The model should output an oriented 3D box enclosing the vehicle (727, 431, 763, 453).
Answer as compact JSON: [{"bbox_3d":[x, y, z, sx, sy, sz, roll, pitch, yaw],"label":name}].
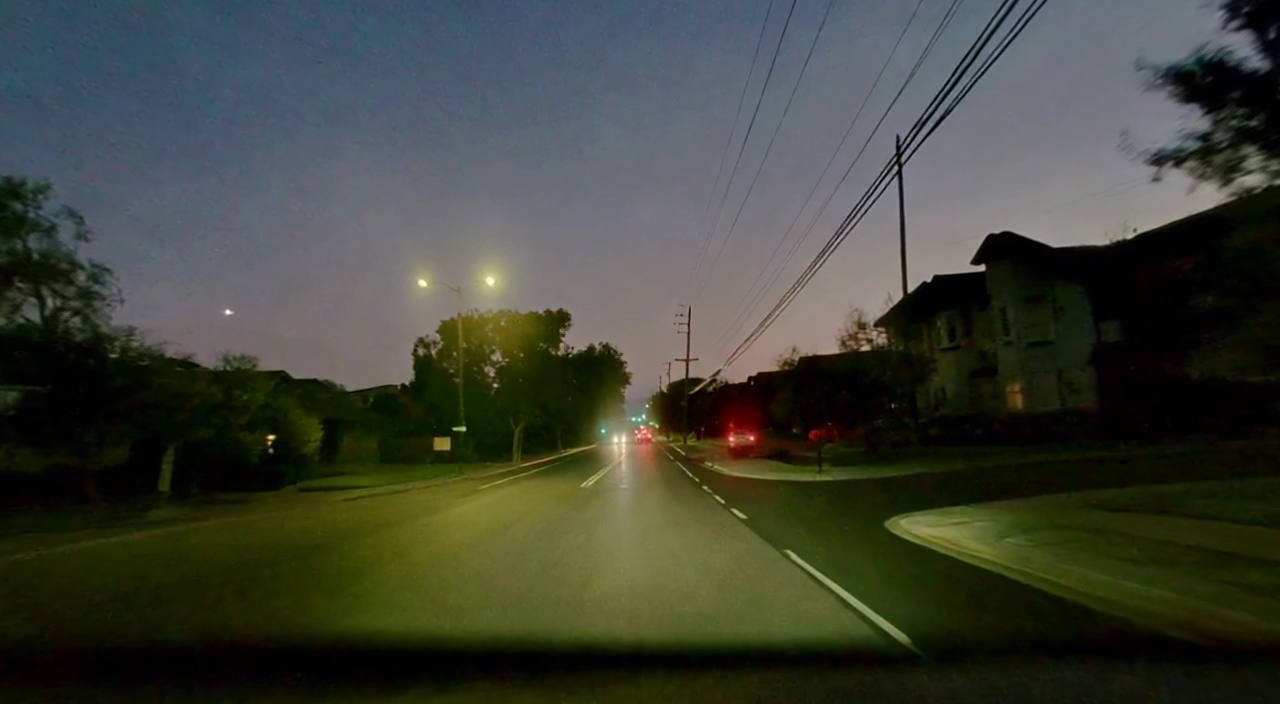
[{"bbox_3d":[7.496,6.524,45.538,2.071,1.510,4.418,-1,-8,3],"label":"vehicle"}]

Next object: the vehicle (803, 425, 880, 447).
[{"bbox_3d":[14.363,6.044,45.168,4.848,1.509,1.976,-2,-9,6],"label":"vehicle"}]
